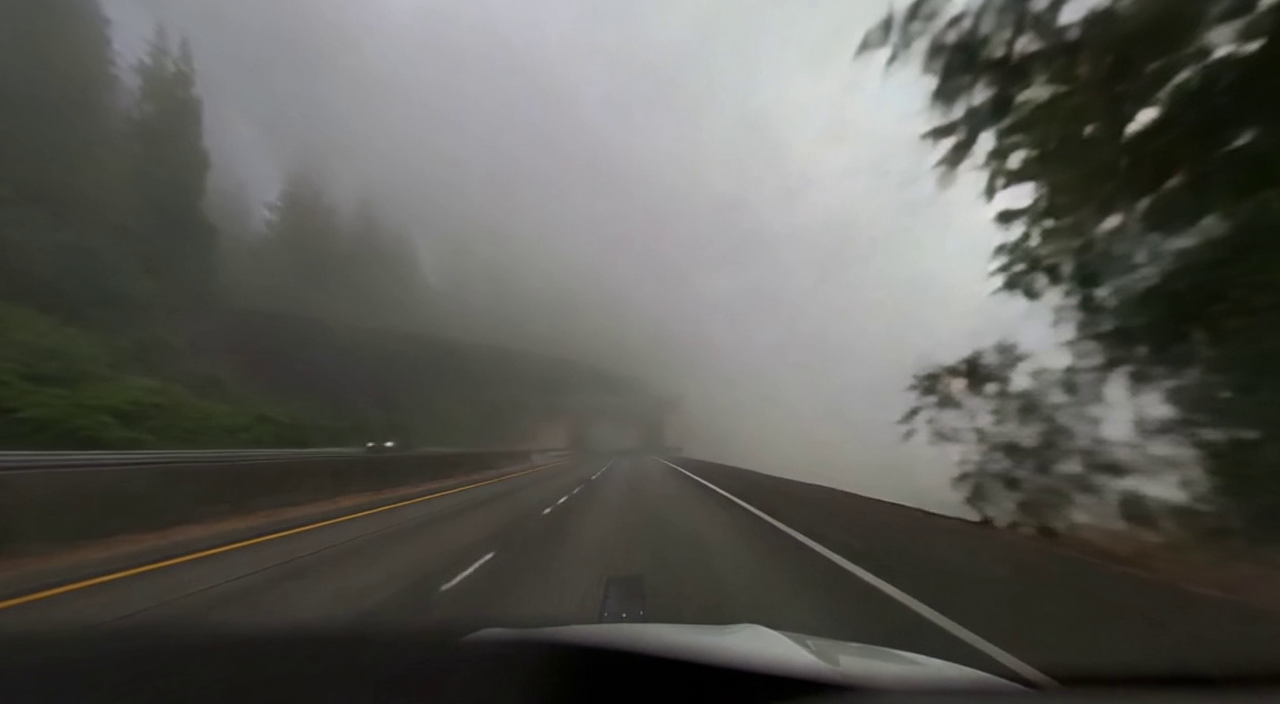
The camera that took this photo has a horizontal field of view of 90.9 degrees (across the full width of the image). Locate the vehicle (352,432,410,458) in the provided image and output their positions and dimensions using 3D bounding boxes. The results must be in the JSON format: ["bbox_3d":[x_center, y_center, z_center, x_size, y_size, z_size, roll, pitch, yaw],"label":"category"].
[{"bbox_3d":[-16.601,5.991,40.593,1.903,1.571,4.248,0,-9,0],"label":"vehicle"}]
